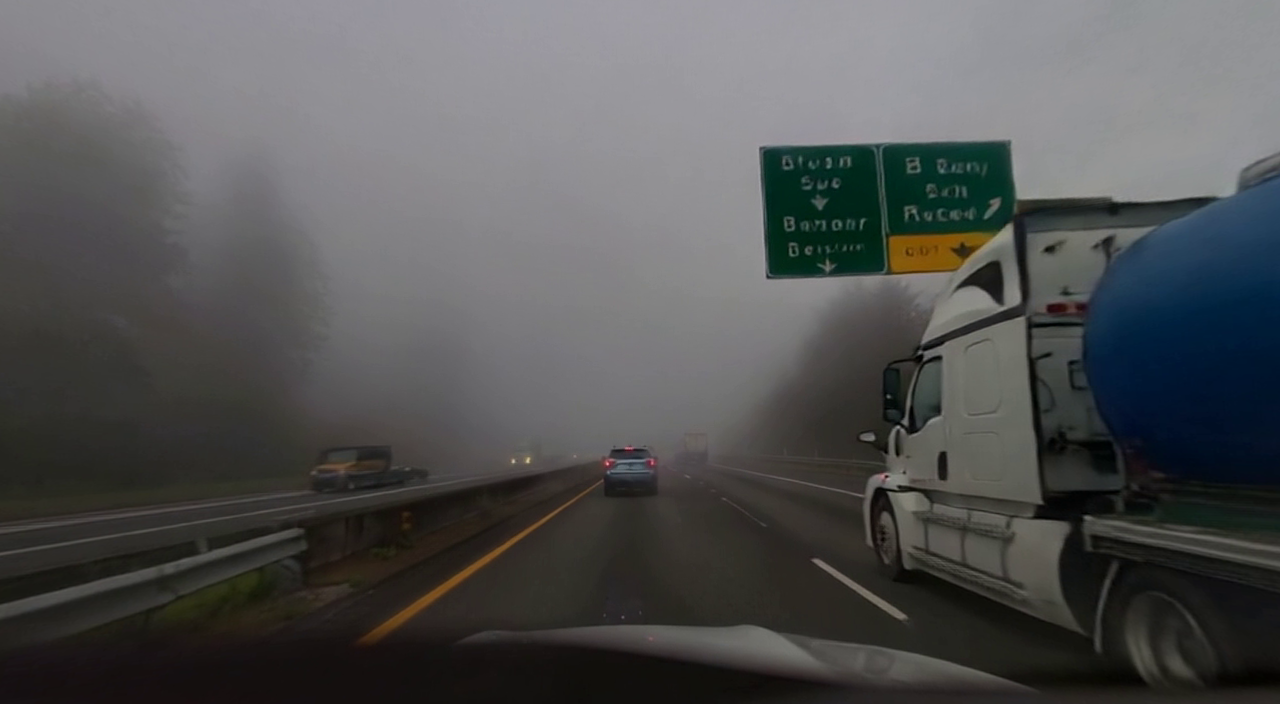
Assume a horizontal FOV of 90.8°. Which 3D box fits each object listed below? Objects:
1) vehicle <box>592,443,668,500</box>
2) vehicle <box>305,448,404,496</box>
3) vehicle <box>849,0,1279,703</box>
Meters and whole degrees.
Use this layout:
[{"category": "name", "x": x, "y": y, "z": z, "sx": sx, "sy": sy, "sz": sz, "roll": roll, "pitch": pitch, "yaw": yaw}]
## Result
[{"category": "vehicle", "x": -0.271, "y": 3.477, "z": 18.671, "sx": 2.003, "sy": 1.490, "sz": 3.636, "roll": 0, "pitch": -9, "yaw": 0}, {"category": "vehicle", "x": -11.933, "y": 4.994, "z": 26.757, "sx": 2.063, "sy": 1.828, "sz": 4.416, "roll": 0, "pitch": -9, "yaw": 1}, {"category": "vehicle", "x": 3.872, "y": -0.039, "z": 3.850, "sx": 3.001, "sy": 3.728, "sz": 5.947, "roll": 0, "pitch": -9, "yaw": -1}]
